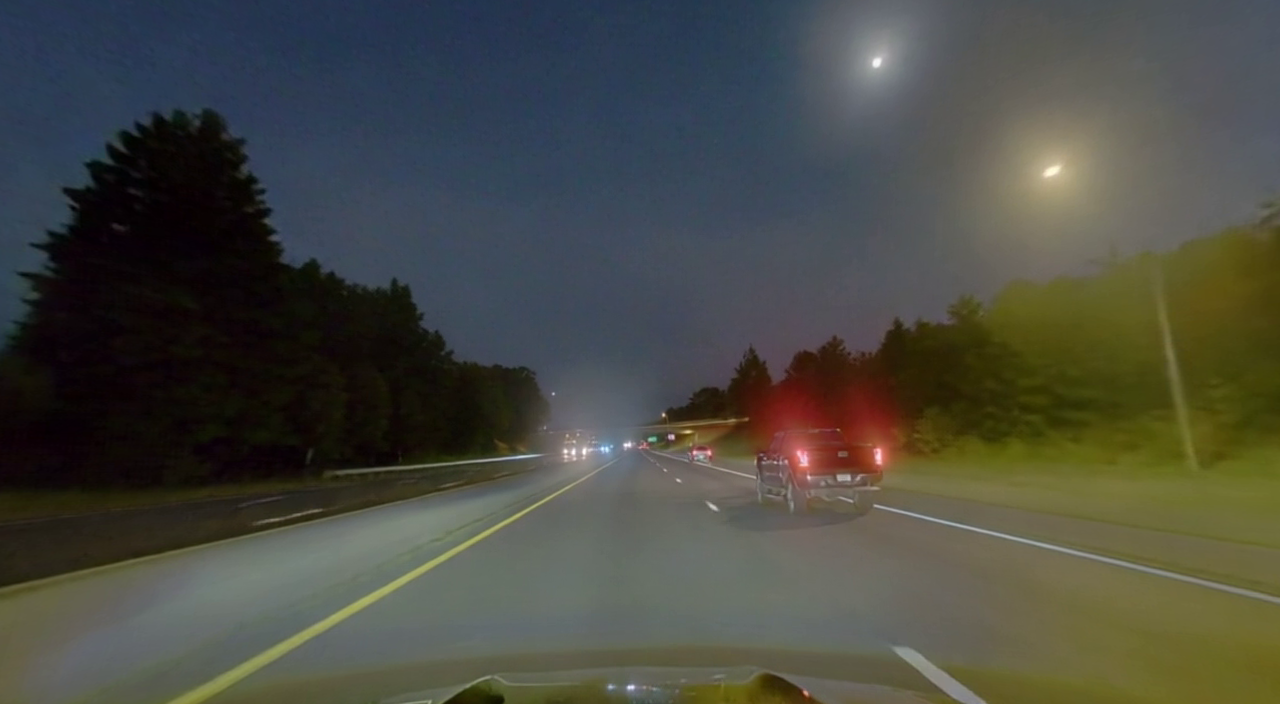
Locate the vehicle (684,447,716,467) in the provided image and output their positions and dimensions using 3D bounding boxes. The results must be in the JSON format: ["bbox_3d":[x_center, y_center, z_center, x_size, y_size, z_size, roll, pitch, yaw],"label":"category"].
[{"bbox_3d":[4.443,7.846,47.185,1.987,1.473,4.244,0,-9,0],"label":"vehicle"}]
